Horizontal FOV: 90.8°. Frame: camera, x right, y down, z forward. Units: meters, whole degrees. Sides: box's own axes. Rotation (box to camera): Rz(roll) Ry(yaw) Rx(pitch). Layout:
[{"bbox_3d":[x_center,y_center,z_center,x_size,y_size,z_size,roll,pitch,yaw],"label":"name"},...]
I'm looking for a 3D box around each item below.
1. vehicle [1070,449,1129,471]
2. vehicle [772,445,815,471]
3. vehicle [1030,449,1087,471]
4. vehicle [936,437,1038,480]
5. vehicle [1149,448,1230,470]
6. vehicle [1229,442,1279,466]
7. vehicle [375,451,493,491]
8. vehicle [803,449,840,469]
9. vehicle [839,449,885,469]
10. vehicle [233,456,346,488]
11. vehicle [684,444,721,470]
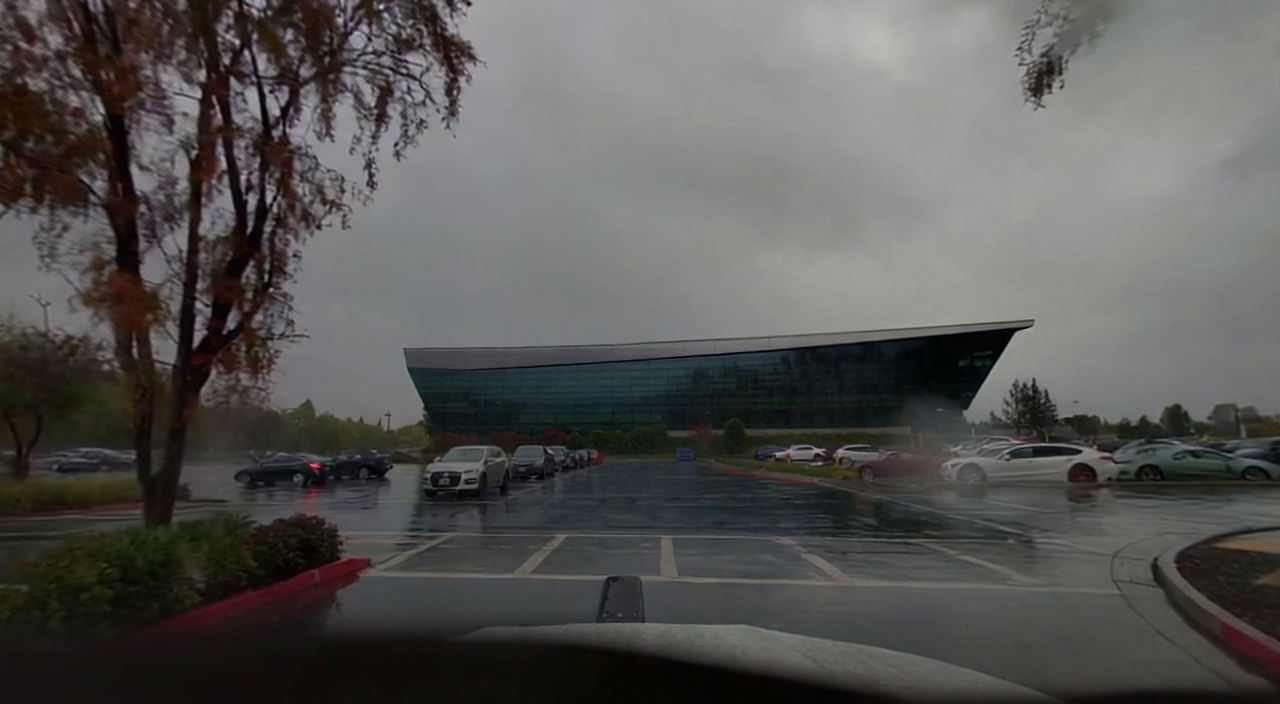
[{"bbox_3d":[31.334,7.372,43.201,1.519,1.371,3.278,0,-8,0],"label":"vehicle"},{"bbox_3d":[10.532,7.269,43.550,1.936,1.673,4.305,0,-8,1],"label":"vehicle"},{"bbox_3d":[28.350,7.321,42.901,1.495,1.371,3.336,-1,-9,0],"label":"vehicle"},{"bbox_3d":[16.471,5.063,30.355,2.048,1.852,4.998,0,-9,0],"label":"vehicle"},{"bbox_3d":[37.014,7.213,42.714,1.678,1.423,4.191,0,-9,0],"label":"vehicle"},{"bbox_3d":[43.053,6.919,42.947,1.758,1.572,4.421,0,-8,1],"label":"vehicle"},{"bbox_3d":[-8.698,4.978,26.770,4.442,1.504,1.809,5,-10,-28],"label":"vehicle"},{"bbox_3d":[14.168,8.341,49.512,1.935,1.477,3.719,0,-9,3],"label":"vehicle"},{"bbox_3d":[17.094,8.251,48.870,1.971,1.478,4.477,0,-8,1],"label":"vehicle"},{"bbox_3d":[-16.694,5.702,30.224,4.331,1.437,1.876,0,-8,3],"label":"vehicle"},{"bbox_3d":[4.597,7.784,47.120,2.262,1.794,5.331,0,-8,1],"label":"vehicle"}]
